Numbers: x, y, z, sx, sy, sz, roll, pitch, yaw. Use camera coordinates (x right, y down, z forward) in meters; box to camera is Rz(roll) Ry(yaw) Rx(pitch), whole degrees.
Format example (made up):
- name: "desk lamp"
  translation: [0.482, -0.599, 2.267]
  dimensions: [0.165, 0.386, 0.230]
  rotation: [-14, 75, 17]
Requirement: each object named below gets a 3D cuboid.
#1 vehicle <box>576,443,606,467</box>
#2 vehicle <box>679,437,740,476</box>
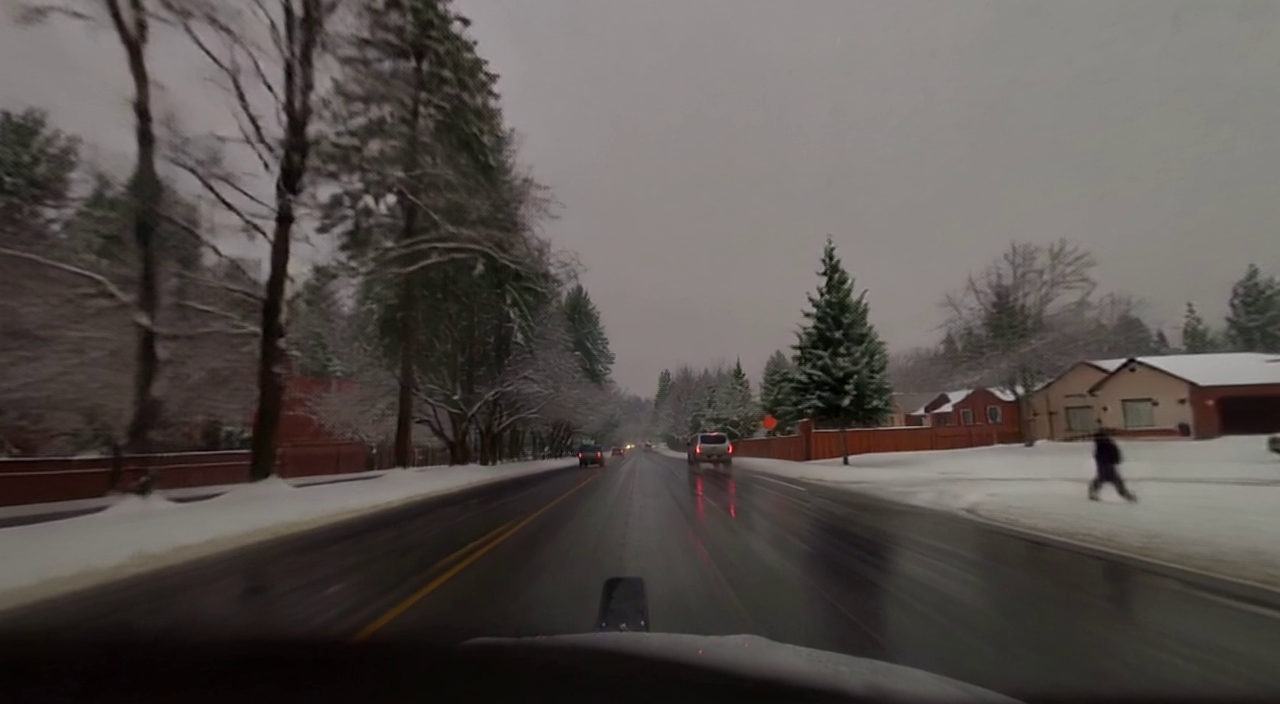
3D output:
- name: "vehicle"
  translation: [-3.734, 7.967, 49.136]
  dimensions: [2.002, 1.747, 4.728]
  rotation: [0, -8, 0]
- name: "vehicle"
  translation: [3.260, 5.039, 30.610]
  dimensions: [2.321, 1.695, 5.037]
  rotation: [0, -8, 0]
